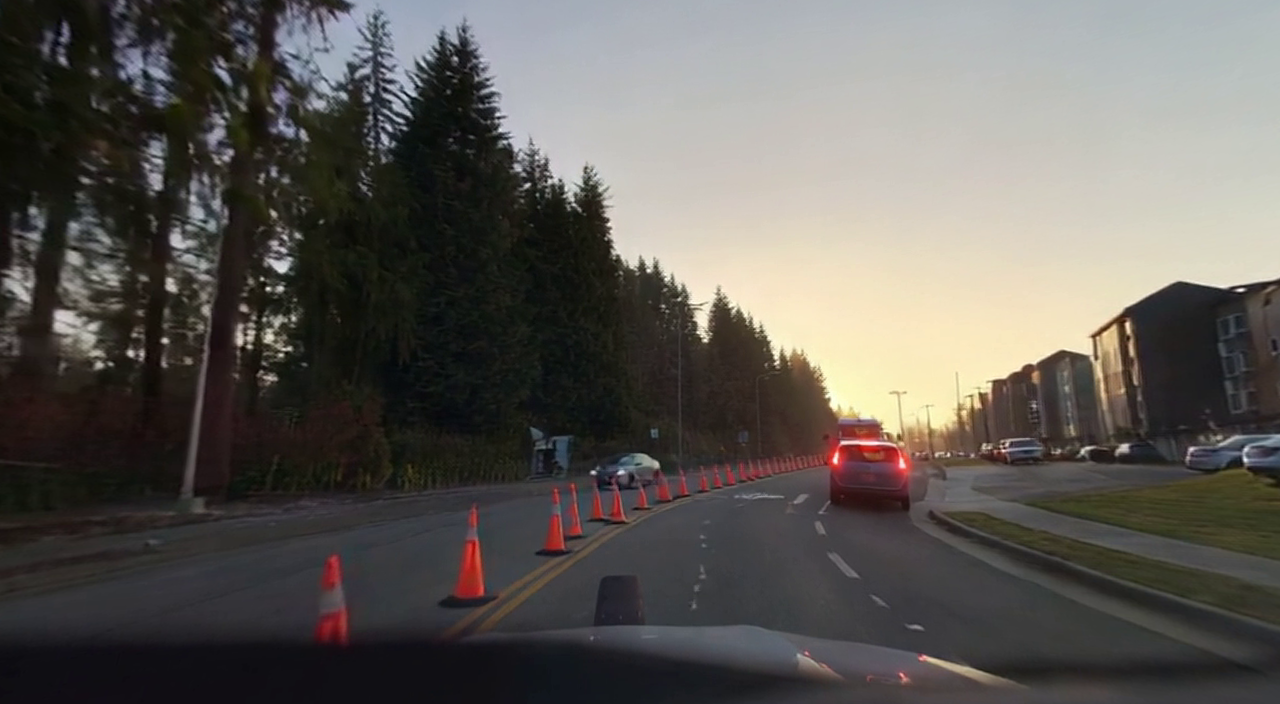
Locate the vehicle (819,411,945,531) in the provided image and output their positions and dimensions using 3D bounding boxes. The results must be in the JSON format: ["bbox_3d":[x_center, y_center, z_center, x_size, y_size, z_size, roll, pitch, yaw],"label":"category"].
[{"bbox_3d":[5.069,2.499,13.682,1.913,2.241,3.024,-3,-8,11],"label":"vehicle"}]

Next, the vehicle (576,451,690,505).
[{"bbox_3d":[-0.063,3.779,19.488,1.933,1.428,4.449,-4,-10,21],"label":"vehicle"}]

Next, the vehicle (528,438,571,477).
[{"bbox_3d":[-6.188,7.250,43.389,2.665,2.465,1.532,3,-7,-2],"label":"vehicle"}]
